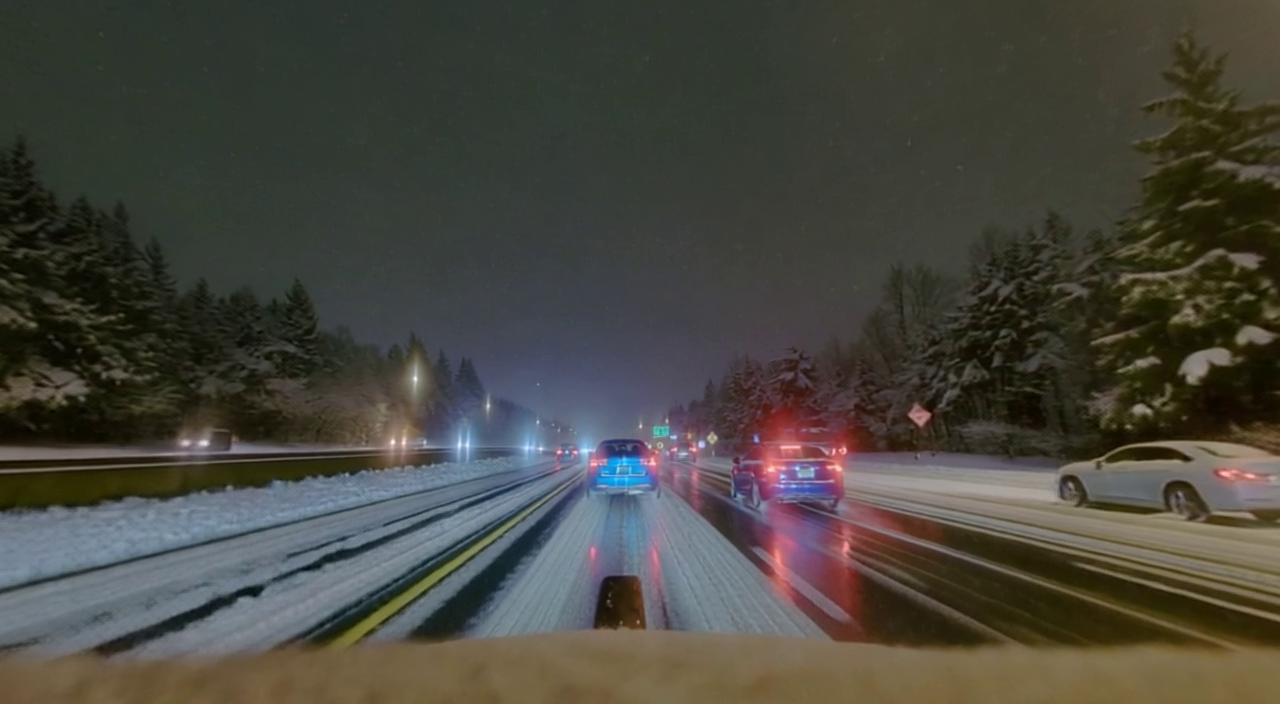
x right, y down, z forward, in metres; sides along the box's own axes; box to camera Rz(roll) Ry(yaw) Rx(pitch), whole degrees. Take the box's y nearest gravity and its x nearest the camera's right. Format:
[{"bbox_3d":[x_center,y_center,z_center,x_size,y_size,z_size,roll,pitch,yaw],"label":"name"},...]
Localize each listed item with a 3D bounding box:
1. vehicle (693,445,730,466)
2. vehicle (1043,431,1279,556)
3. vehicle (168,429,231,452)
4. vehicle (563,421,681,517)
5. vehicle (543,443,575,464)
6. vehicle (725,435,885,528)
[{"bbox_3d":[5.296,7.745,47.276,1.972,1.521,4.498,1,-9,-4],"label":"vehicle"},{"bbox_3d":[9.433,2.204,10.453,2.106,1.641,4.671,1,-9,-5],"label":"vehicle"},{"bbox_3d":[-34.862,7.069,49.937,1.909,1.708,4.396,1,-9,-3],"label":"vehicle"},{"bbox_3d":[-0.363,2.462,13.640,2.181,1.728,3.970,1,-9,-1],"label":"vehicle"},{"bbox_3d":[-6.111,7.740,48.066,2.023,1.497,4.526,1,-9,-3],"label":"vehicle"},{"bbox_3d":[3.043,2.489,12.677,1.975,1.532,4.227,1,-9,-2],"label":"vehicle"}]
